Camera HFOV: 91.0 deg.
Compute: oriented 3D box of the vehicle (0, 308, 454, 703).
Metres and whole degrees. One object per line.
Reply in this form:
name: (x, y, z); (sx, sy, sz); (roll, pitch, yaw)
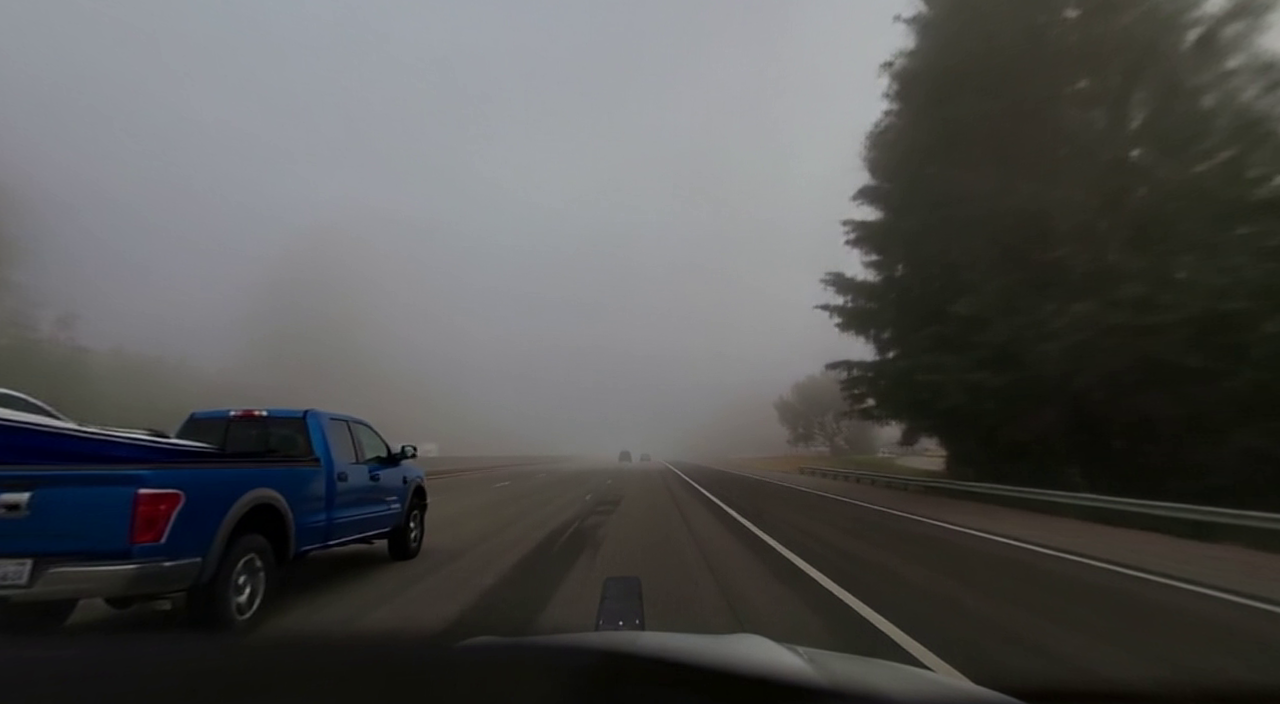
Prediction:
vehicle: (-3.320, 1.112, 4.722); (2.202, 1.836, 5.009); (0, -9, 1)
